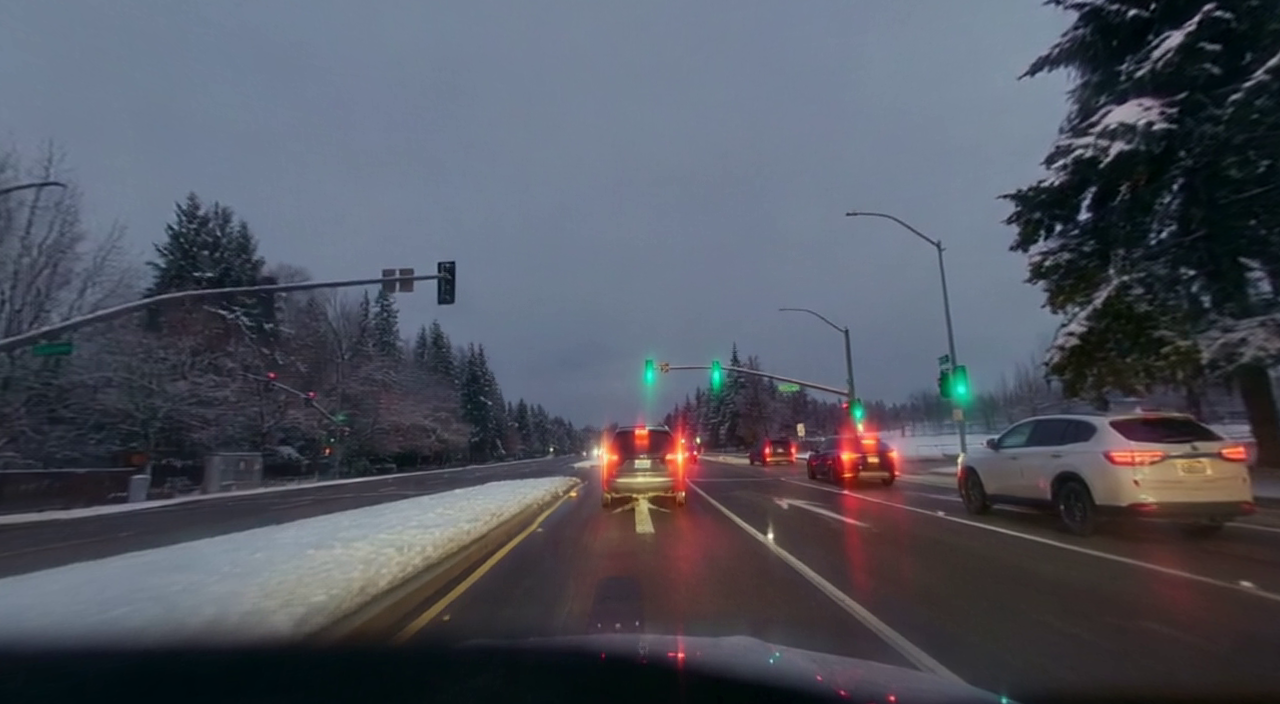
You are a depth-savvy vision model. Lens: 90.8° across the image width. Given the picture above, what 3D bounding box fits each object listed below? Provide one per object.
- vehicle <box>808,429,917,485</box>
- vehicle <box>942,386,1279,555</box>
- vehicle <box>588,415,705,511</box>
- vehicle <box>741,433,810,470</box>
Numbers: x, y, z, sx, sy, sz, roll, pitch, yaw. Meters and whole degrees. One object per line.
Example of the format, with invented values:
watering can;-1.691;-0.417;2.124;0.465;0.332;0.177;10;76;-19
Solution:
vehicle;7.197;3.444;20.965;2.025;1.642;4.189;0;-9;0
vehicle;7.124;1.712;9.757;2.251;1.873;5.346;0;-9;0
vehicle;0.088;2.545;14.839;2.353;1.894;4.122;0;-9;-1
vehicle;7.011;5.232;33.270;2.440;1.775;4.791;0;-9;-2
